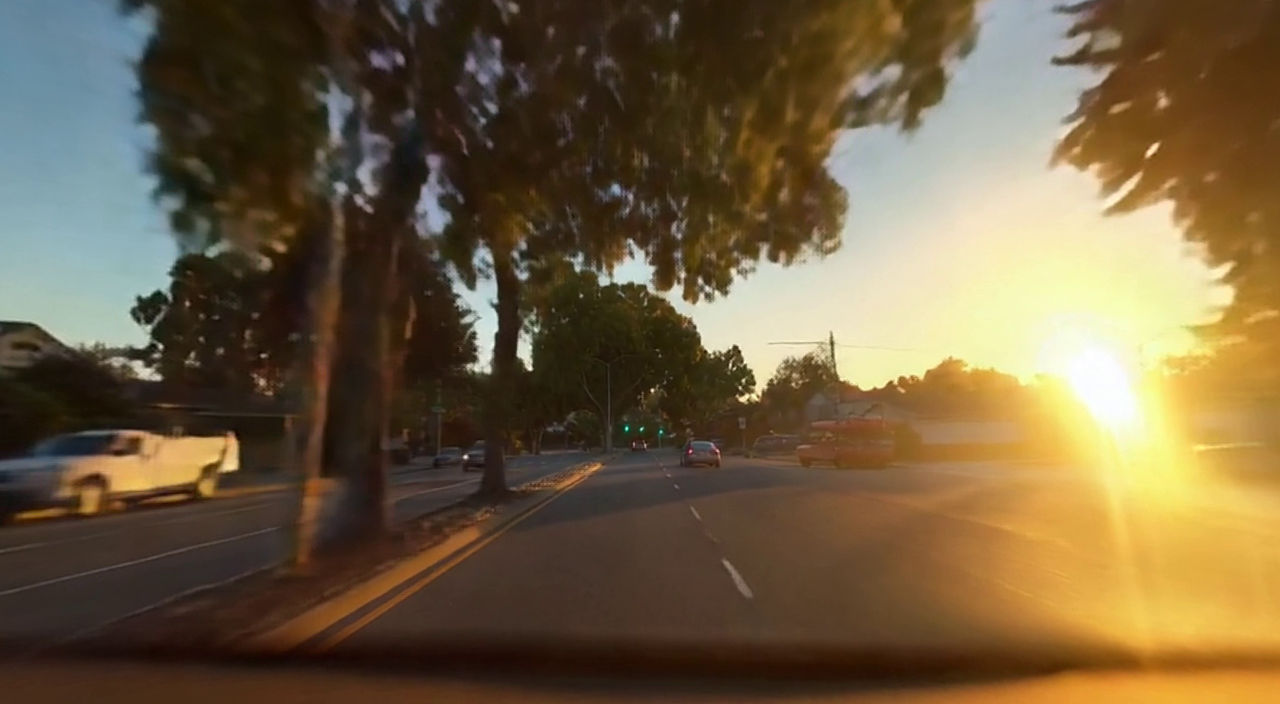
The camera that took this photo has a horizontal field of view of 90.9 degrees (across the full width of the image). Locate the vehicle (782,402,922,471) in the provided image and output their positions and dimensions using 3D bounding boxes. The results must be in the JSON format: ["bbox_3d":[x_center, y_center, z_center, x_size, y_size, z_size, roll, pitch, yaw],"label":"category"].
[{"bbox_3d":[9.337,3.887,28.802,2.331,2.747,6.993,3,-9,-16],"label":"vehicle"}]

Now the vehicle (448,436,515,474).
[{"bbox_3d":[-7.996,5.216,32.258,2.178,1.761,4.724,0,-8,0],"label":"vehicle"}]

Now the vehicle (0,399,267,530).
[{"bbox_3d":[-11.975,2.551,14.968,2.347,2.428,6.149,0,-8,1],"label":"vehicle"}]

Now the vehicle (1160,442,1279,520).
[{"bbox_3d":[17.238,3.220,15.772,2.441,1.895,5.935,6,-10,-37],"label":"vehicle"}]

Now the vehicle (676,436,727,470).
[{"bbox_3d":[2.883,4.825,30.244,1.960,1.479,4.086,0,-8,-1],"label":"vehicle"}]
